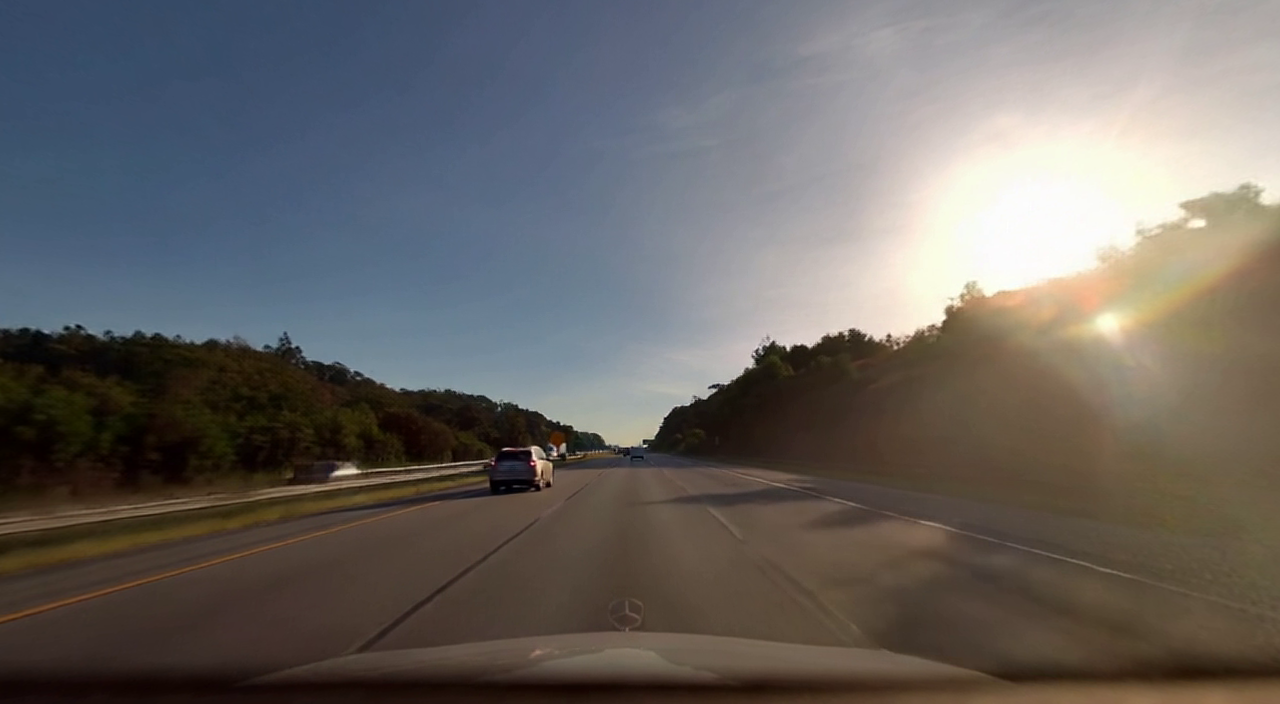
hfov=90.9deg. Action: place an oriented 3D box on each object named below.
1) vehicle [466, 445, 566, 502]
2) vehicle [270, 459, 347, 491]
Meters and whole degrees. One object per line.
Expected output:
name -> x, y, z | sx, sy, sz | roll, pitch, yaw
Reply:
vehicle -> -3.536, 3.573, 18.974 | 2.054, 1.475, 4.708 | 0, -9, 0
vehicle -> -16.483, 6.102, 31.514 | 1.827, 1.450, 3.766 | 0, -9, -1
